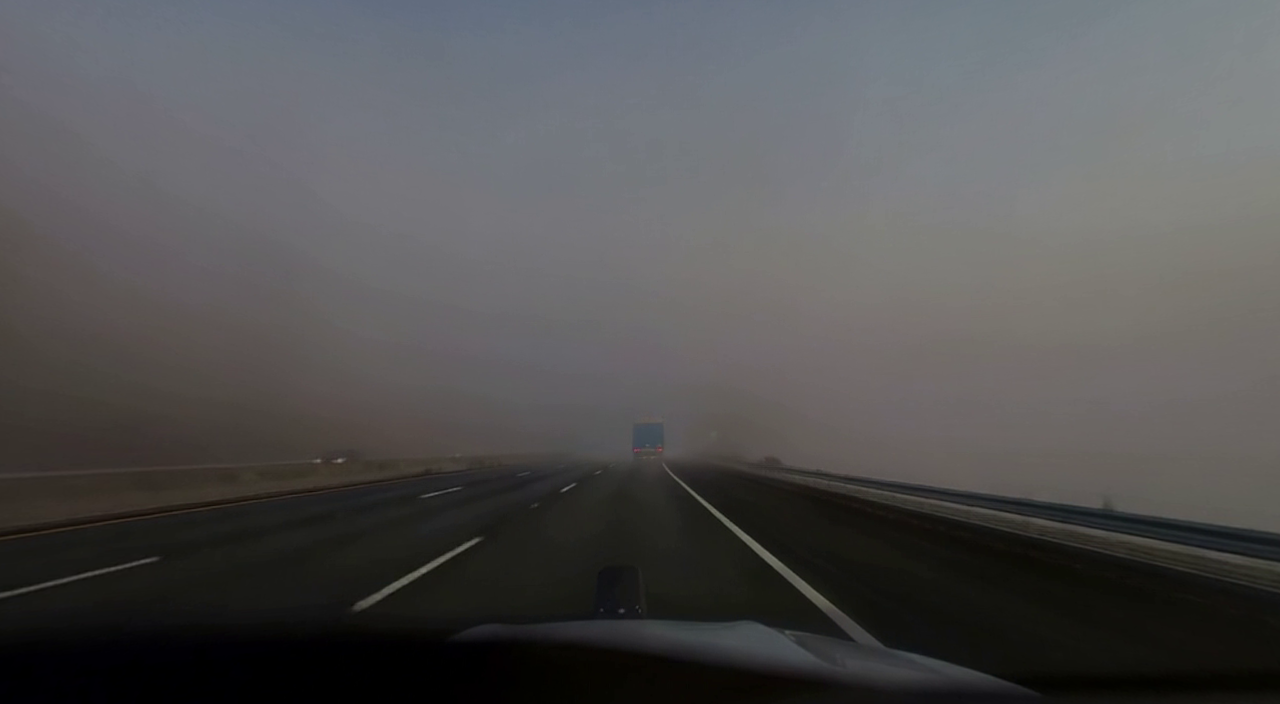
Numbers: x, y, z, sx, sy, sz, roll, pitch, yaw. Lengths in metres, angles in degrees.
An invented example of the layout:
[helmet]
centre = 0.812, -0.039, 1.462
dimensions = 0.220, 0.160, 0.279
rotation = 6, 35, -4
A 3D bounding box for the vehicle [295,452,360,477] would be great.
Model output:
[vehicle]
centre = -20.034, 7.189, 40.670
dimensions = 1.840, 1.486, 4.313
rotation = -1, -9, 1
